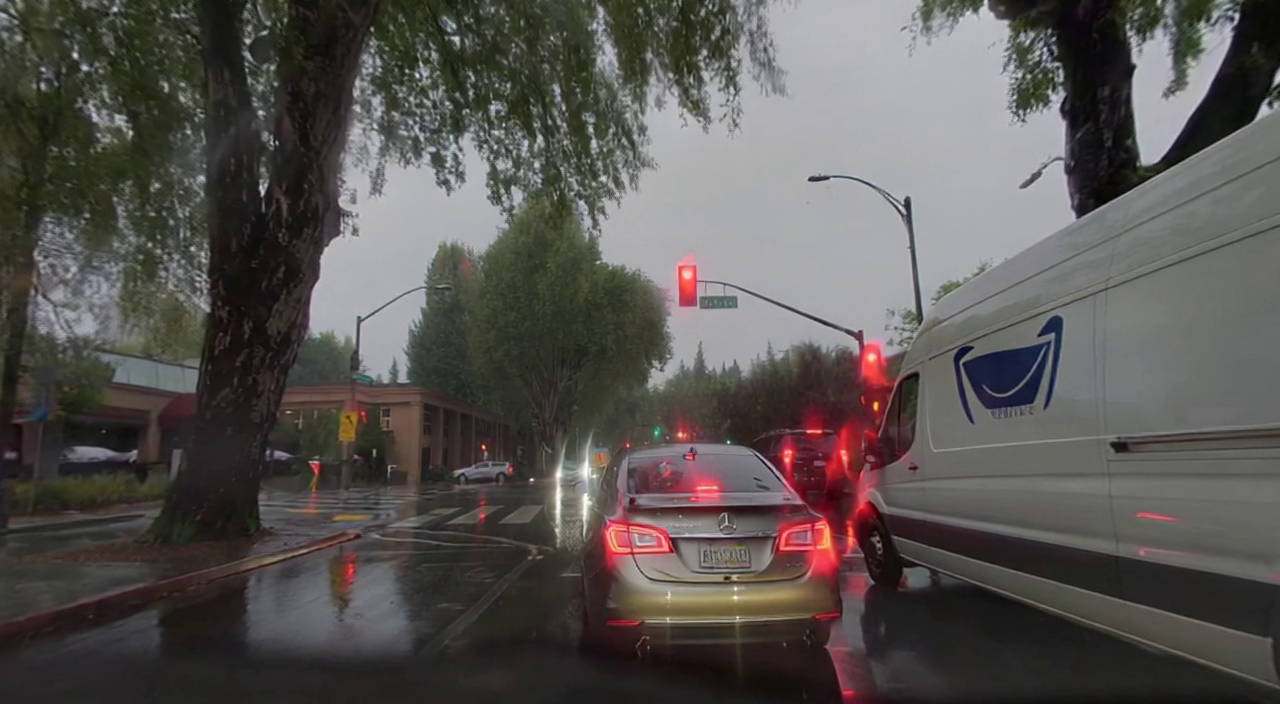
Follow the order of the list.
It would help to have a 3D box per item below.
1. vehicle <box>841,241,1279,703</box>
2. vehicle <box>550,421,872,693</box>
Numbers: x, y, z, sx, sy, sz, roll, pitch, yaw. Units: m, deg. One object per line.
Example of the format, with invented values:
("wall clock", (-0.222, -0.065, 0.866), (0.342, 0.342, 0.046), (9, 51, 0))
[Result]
("vehicle", (2.851, 0.895, 2.929), (2.054, 1.965, 5.248), (1, -11, 0))
("vehicle", (0.388, 1.591, 5.734), (1.961, 1.629, 3.610), (1, -10, -2))
